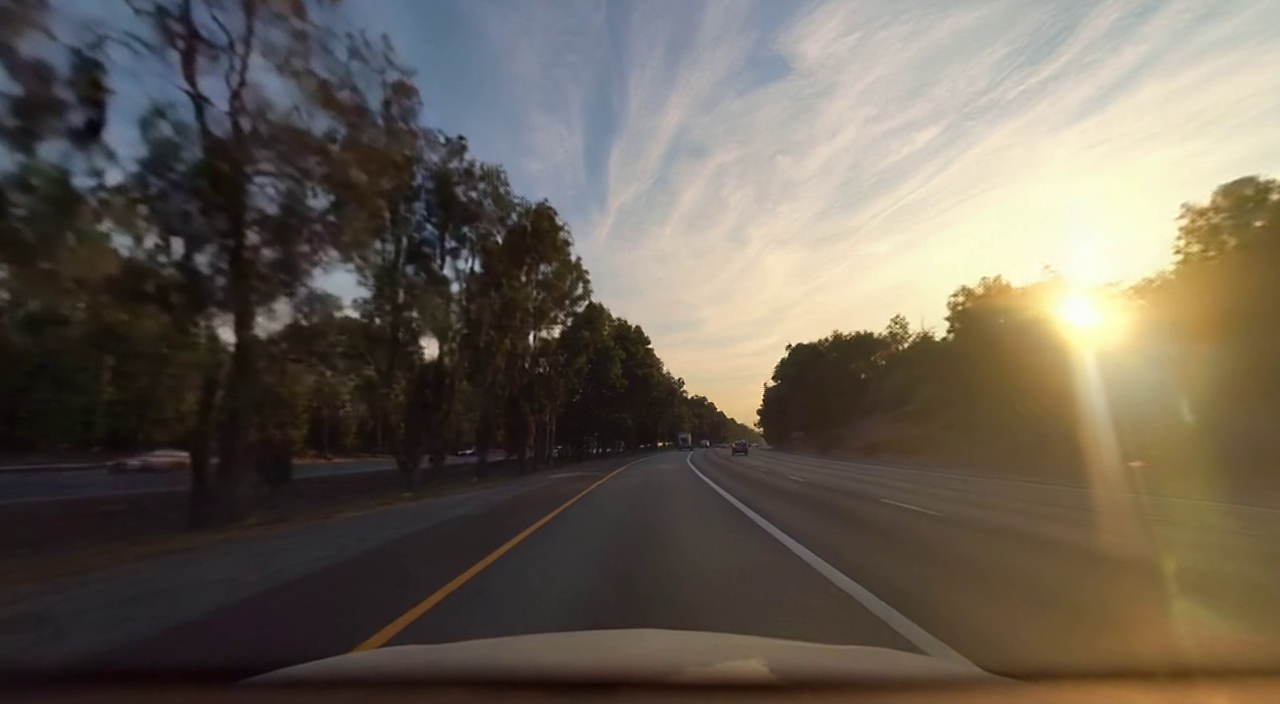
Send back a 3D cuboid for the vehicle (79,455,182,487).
[{"bbox_3d":[-29.628,6.908,36.893,1.911,1.616,4.812,0,-9,2],"label":"vehicle"}]
